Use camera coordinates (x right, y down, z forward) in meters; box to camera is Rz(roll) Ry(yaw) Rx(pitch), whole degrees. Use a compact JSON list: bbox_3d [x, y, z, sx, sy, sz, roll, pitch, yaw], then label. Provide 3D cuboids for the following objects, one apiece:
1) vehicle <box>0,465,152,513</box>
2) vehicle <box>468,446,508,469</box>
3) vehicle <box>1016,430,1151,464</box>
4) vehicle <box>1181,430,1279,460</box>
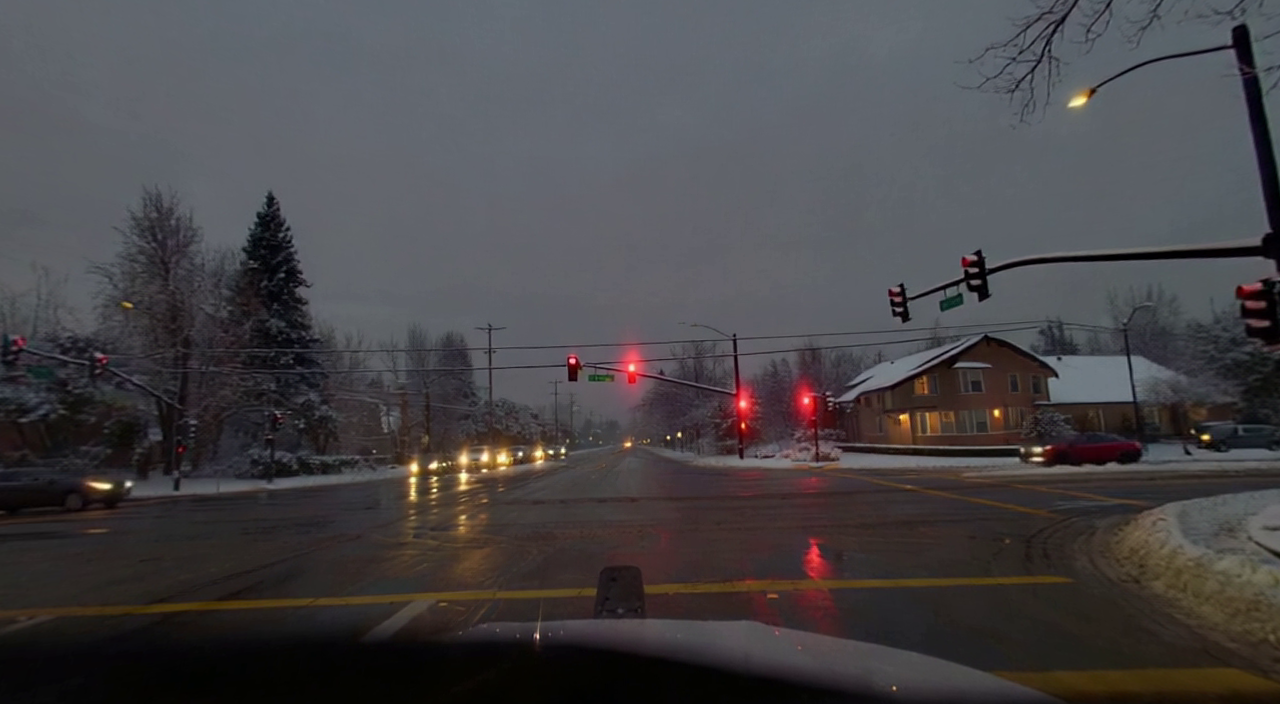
[{"bbox_3d":[-19.812,4.604,21.429,4.823,1.449,2.017,-1,-9,1],"label":"vehicle"},{"bbox_3d":[-10.718,7.459,44.754,1.881,1.509,3.377,0,-9,1],"label":"vehicle"},{"bbox_3d":[21.241,4.579,30.472,4.873,1.539,1.932,-2,-9,12],"label":"vehicle"},{"bbox_3d":[31.320,4.884,33.023,4.318,1.488,1.870,0,-9,-1],"label":"vehicle"}]
